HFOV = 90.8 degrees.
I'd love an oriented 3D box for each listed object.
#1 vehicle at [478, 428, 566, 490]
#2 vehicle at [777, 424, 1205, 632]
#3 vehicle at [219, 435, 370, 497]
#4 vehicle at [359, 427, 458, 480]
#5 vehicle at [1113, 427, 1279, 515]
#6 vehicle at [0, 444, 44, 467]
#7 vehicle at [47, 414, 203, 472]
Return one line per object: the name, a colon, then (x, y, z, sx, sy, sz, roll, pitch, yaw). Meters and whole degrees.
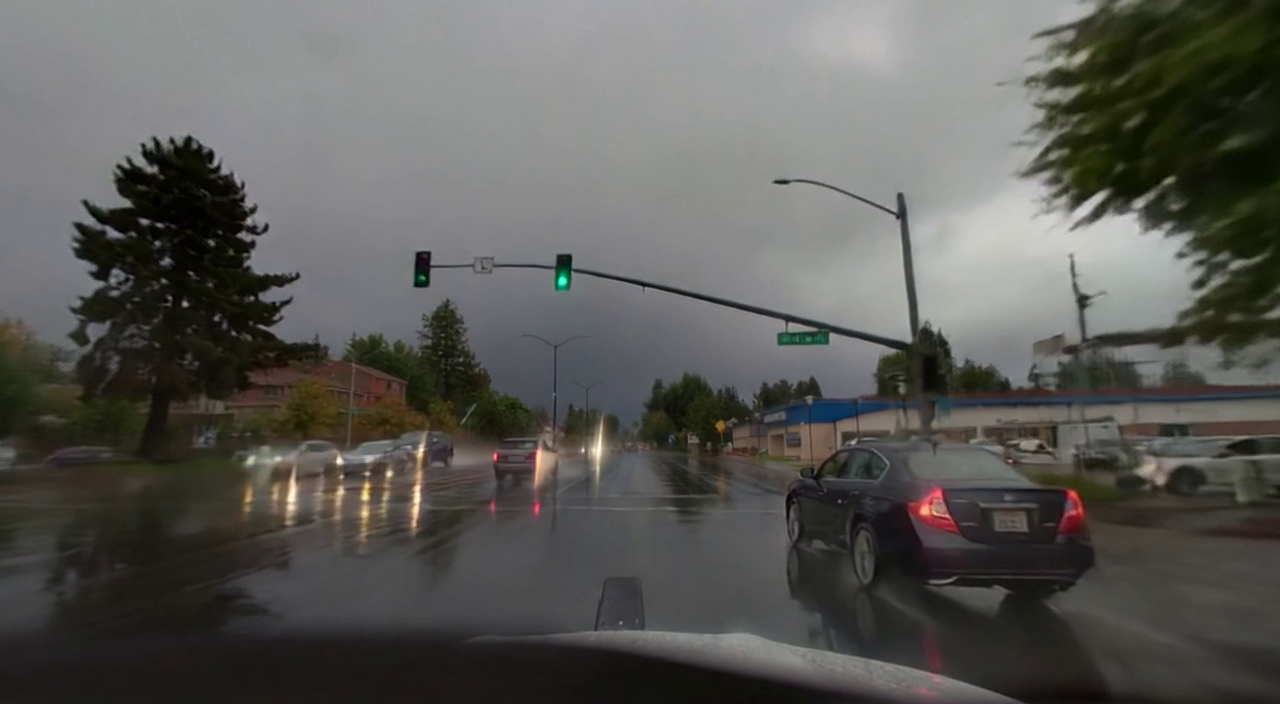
vehicle: (-3.751, 3.502, 21.003, 1.997, 1.806, 4.500, 0, -8, 1)
vehicle: (3.106, 1.637, 7.085, 1.975, 1.502, 4.787, 0, -8, -1)
vehicle: (-10.099, 3.335, 18.968, 1.942, 1.576, 4.567, -1, -8, 0)
vehicle: (-9.683, 4.297, 26.956, 2.301, 1.926, 5.183, -1, -8, 0)
vehicle: (17.308, 3.264, 17.848, 5.651, 2.172, 2.710, -1, -9, -4)
vehicle: (-49.247, 8.014, 48.917, 2.049, 1.745, 4.172, 0, -8, 0)
vehicle: (-34.396, 6.104, 42.467, 7.384, 3.665, 3.220, 0, -8, -1)
